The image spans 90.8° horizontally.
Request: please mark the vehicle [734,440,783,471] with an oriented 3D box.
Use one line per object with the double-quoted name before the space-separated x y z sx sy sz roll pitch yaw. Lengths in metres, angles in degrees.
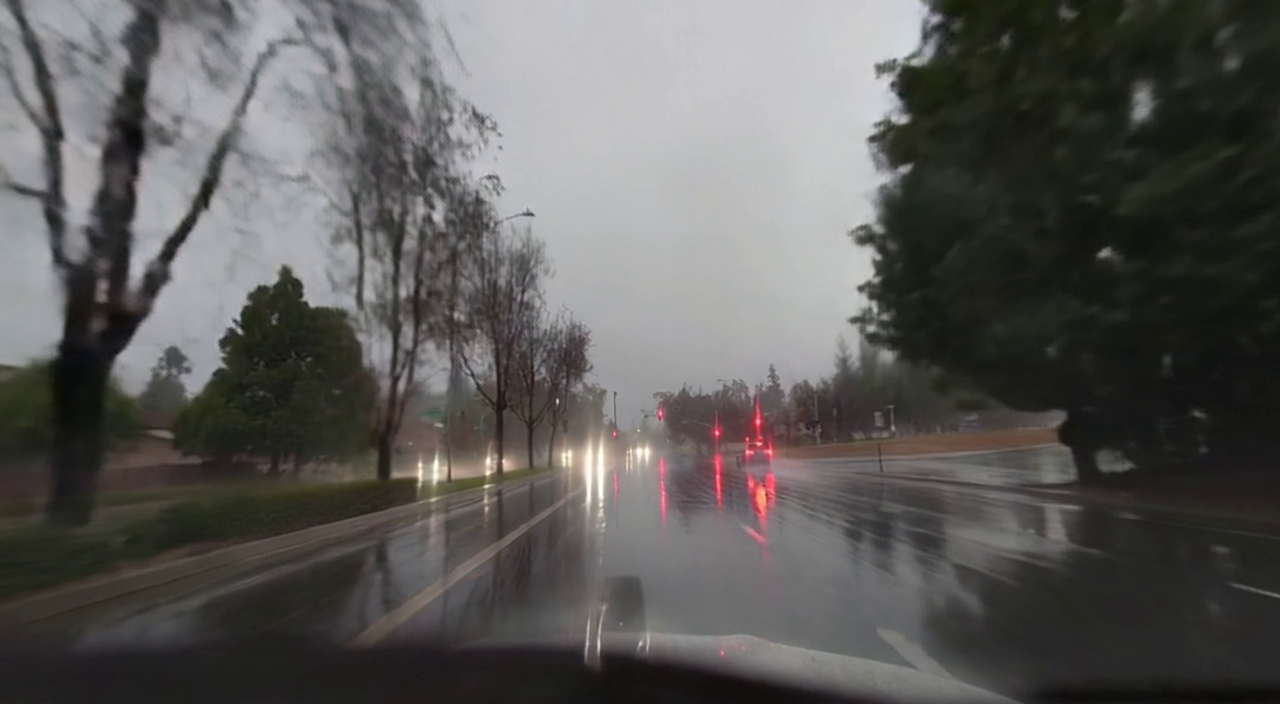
"vehicle" 6.873 6.055 37.109 2.011 1.710 4.357 0 -9 -1
